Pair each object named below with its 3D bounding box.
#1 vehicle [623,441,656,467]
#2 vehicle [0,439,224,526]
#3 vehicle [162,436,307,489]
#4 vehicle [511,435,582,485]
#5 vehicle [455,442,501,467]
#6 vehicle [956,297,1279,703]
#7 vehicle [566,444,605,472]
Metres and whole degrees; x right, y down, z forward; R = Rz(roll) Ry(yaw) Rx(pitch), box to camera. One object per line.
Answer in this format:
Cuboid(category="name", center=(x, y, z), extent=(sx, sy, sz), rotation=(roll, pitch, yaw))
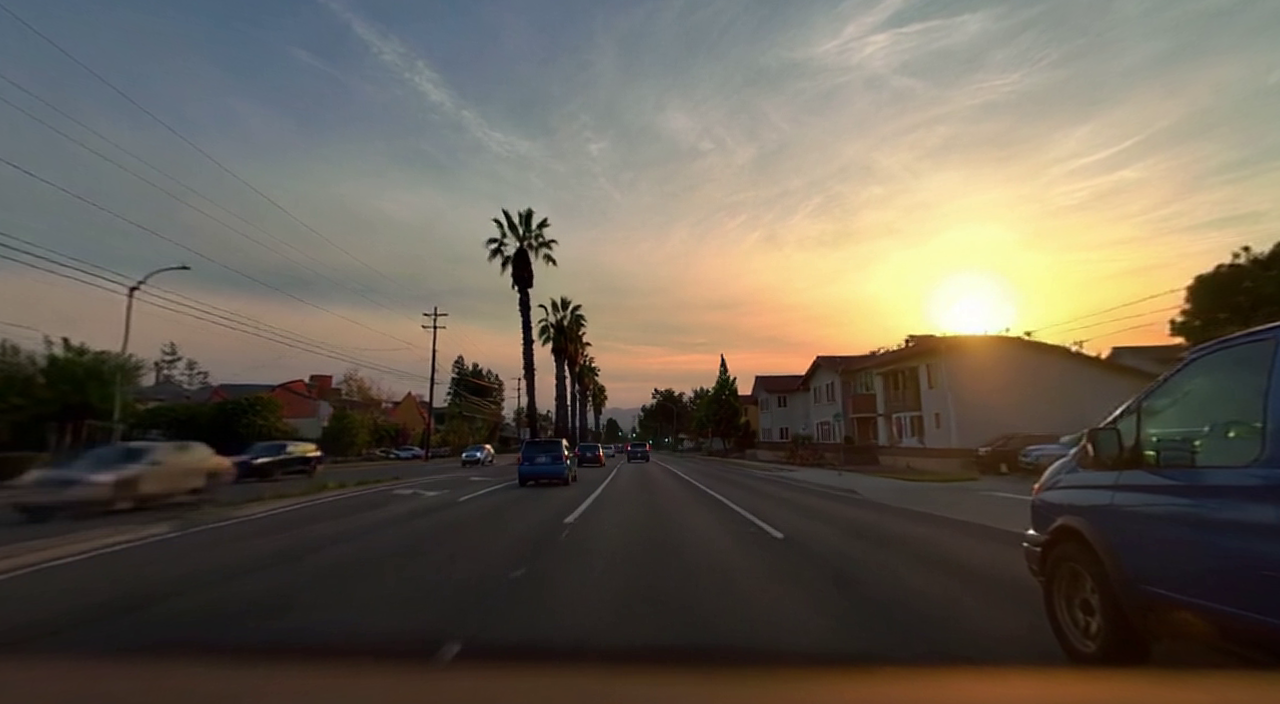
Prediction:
Cuboid(category="vehicle", center=(-0.078, 7.168, 44.611), extent=(2.191, 1.761, 3.857), rotation=(0, -8, -2))
Cuboid(category="vehicle", center=(-11.881, 2.803, 14.219), extent=(1.989, 1.631, 4.500), rotation=(0, -8, -1))
Cuboid(category="vehicle", center=(-18.666, 5.098, 29.640), extent=(2.694, 2.177, 6.297), rotation=(0, -9, -1))
Cuboid(category="vehicle", center=(-3.413, 4.042, 23.861), extent=(1.967, 1.703, 4.157), rotation=(0, -8, 1))
Cuboid(category="vehicle", center=(-12.171, 7.716, 47.863), extent=(2.242, 1.770, 4.782), rotation=(0, -9, 0))
Cuboid(category="vehicle", center=(3.683, 0.755, 2.599), extent=(2.234, 1.912, 4.847), rotation=(0, -9, 0))
Cuboid(category="vehicle", center=(-3.013, 5.957, 35.718), extent=(1.869, 1.454, 4.142), rotation=(0, -8, -1))
